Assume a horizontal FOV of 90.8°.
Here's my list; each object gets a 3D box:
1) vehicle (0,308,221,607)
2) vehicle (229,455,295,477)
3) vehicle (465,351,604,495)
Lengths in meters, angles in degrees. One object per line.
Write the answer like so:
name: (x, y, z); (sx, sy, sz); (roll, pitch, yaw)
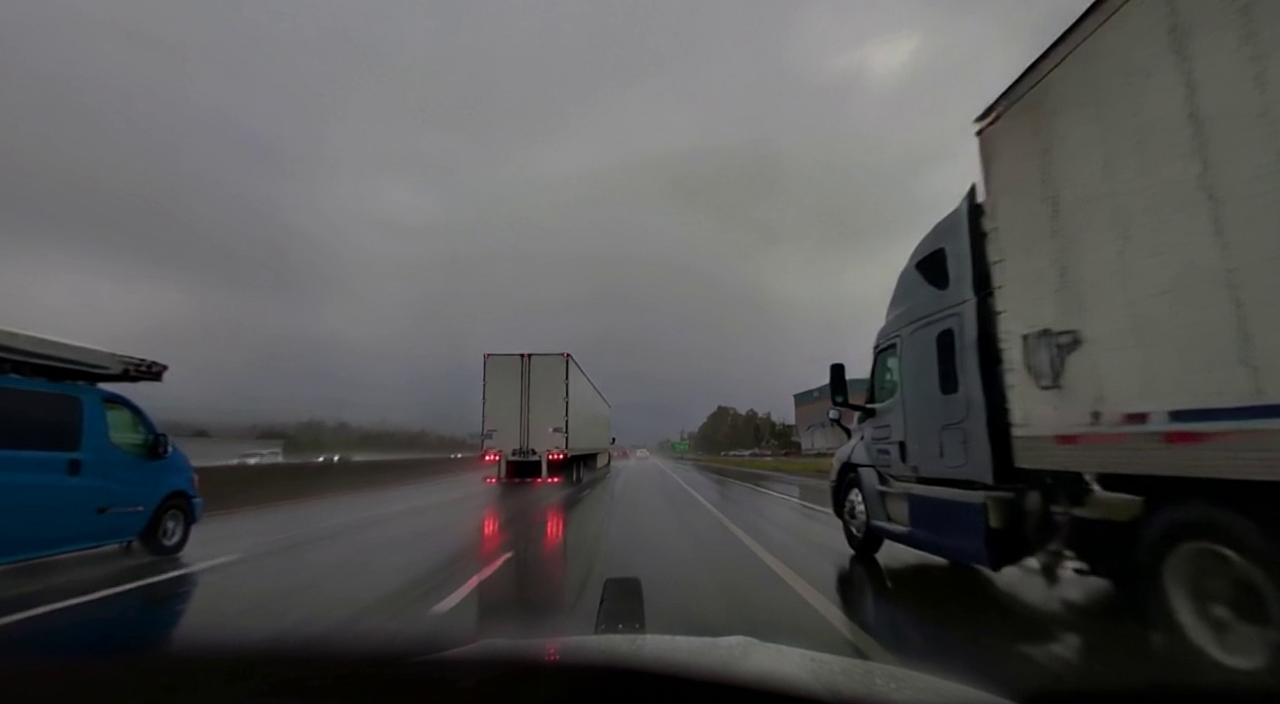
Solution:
vehicle: (-6.972, 0.923, 5.510); (2.385, 2.672, 6.049); (0, -9, 0)
vehicle: (-27.429, 8.241, 45.989); (1.802, 1.455, 4.803); (0, -9, 1)
vehicle: (-3.451, 3.224, 26.245); (2.939, 4.132, 16.303); (0, -9, 0)
